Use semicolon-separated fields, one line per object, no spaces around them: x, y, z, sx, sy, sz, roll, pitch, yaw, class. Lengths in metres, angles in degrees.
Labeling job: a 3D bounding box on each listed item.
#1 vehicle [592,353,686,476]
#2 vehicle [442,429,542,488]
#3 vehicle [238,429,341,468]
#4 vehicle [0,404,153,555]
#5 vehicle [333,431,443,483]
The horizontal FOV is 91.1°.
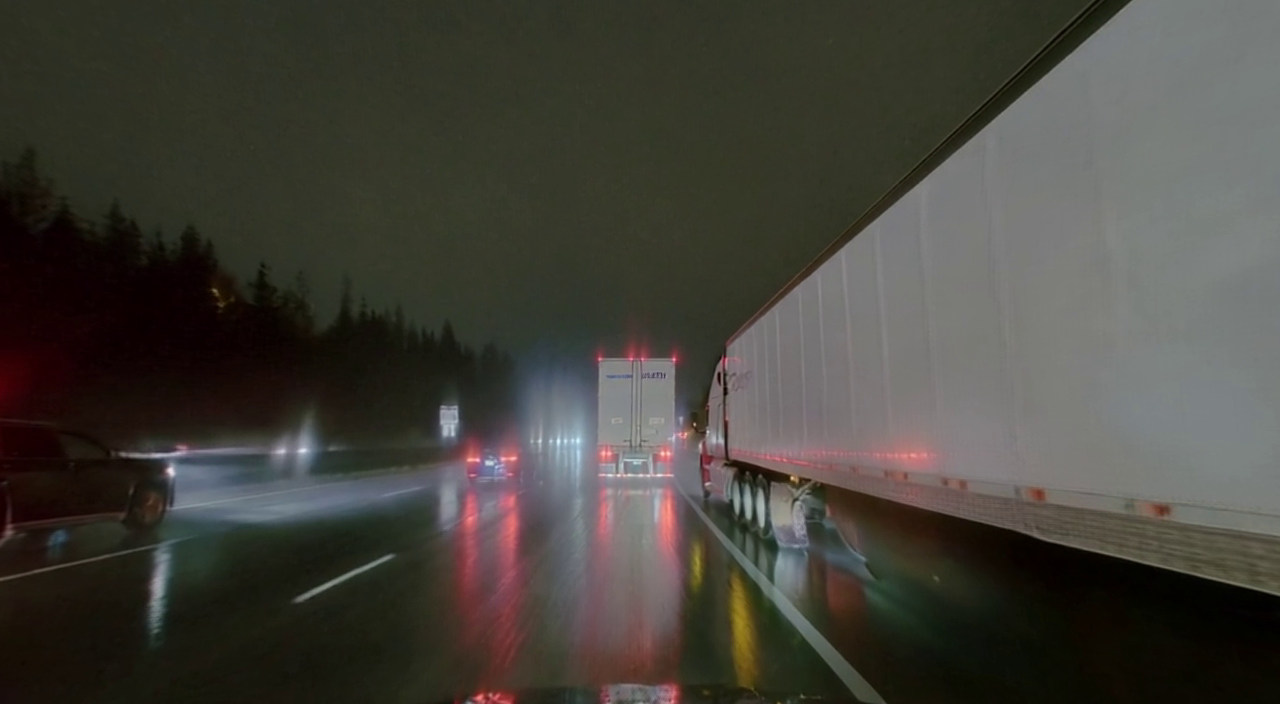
-0.176;2.789;26.404;3.118;4.106;10.719;0;-8;-2;vehicle
-4.097;2.993;18.113;1.933;1.492;3.838;0;-8;0;vehicle
-16.236;4.501;29.490;1.985;1.617;4.870;-2;-8;1;vehicle
-8.081;1.426;7.038;1.990;1.654;4.129;0;-8;-1;vehicle
-8.084;3.375;20.611;1.943;1.500;4.011;0;-8;-1;vehicle
